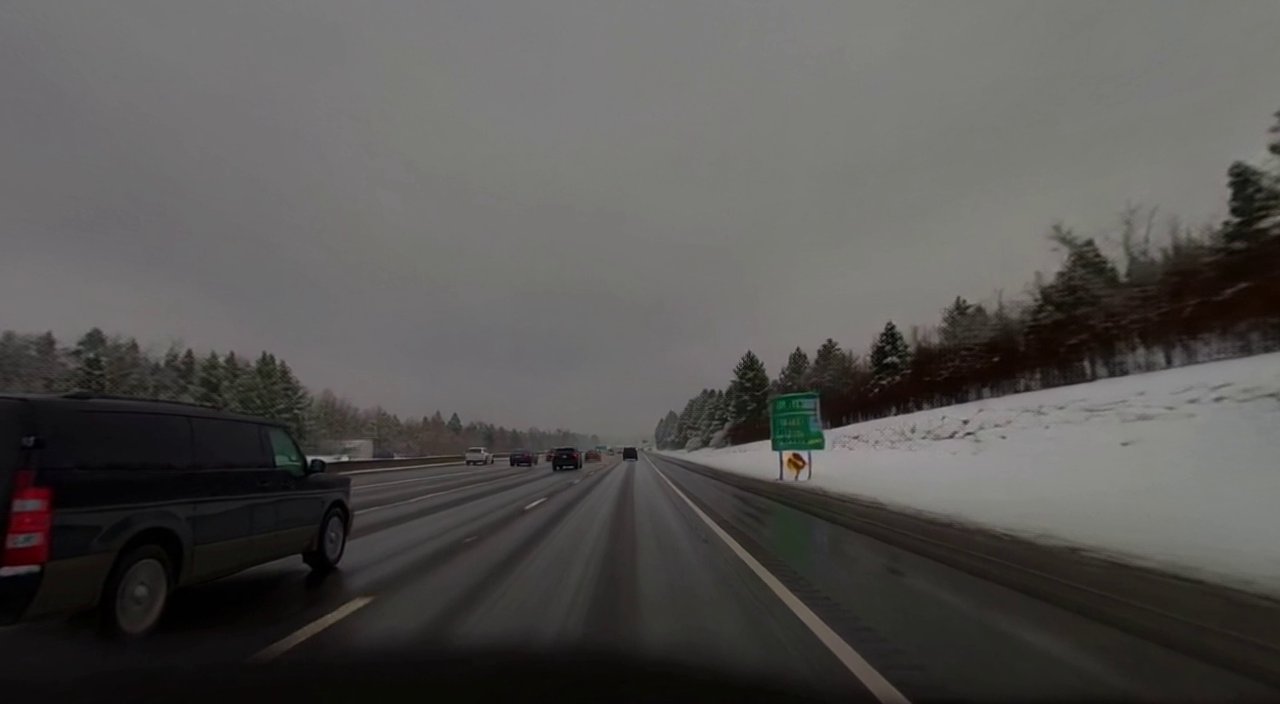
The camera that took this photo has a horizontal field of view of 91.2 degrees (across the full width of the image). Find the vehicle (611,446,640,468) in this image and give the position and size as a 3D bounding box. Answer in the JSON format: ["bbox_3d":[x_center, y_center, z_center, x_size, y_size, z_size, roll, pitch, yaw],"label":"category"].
[{"bbox_3d":[-1.057,7.643,45.629,2.023,1.479,3.718,0,-9,0],"label":"vehicle"}]

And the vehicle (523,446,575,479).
[{"bbox_3d":[-4.343,5.351,30.540,1.988,1.477,4.118,0,-9,-1],"label":"vehicle"}]

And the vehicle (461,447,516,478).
[{"bbox_3d":[-7.927,5.782,33.125,1.936,1.516,3.904,0,-9,-1],"label":"vehicle"}]

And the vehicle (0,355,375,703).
[{"bbox_3d":[-4.077,1.211,4.831,2.074,1.779,4.588,0,-9,-1],"label":"vehicle"}]
